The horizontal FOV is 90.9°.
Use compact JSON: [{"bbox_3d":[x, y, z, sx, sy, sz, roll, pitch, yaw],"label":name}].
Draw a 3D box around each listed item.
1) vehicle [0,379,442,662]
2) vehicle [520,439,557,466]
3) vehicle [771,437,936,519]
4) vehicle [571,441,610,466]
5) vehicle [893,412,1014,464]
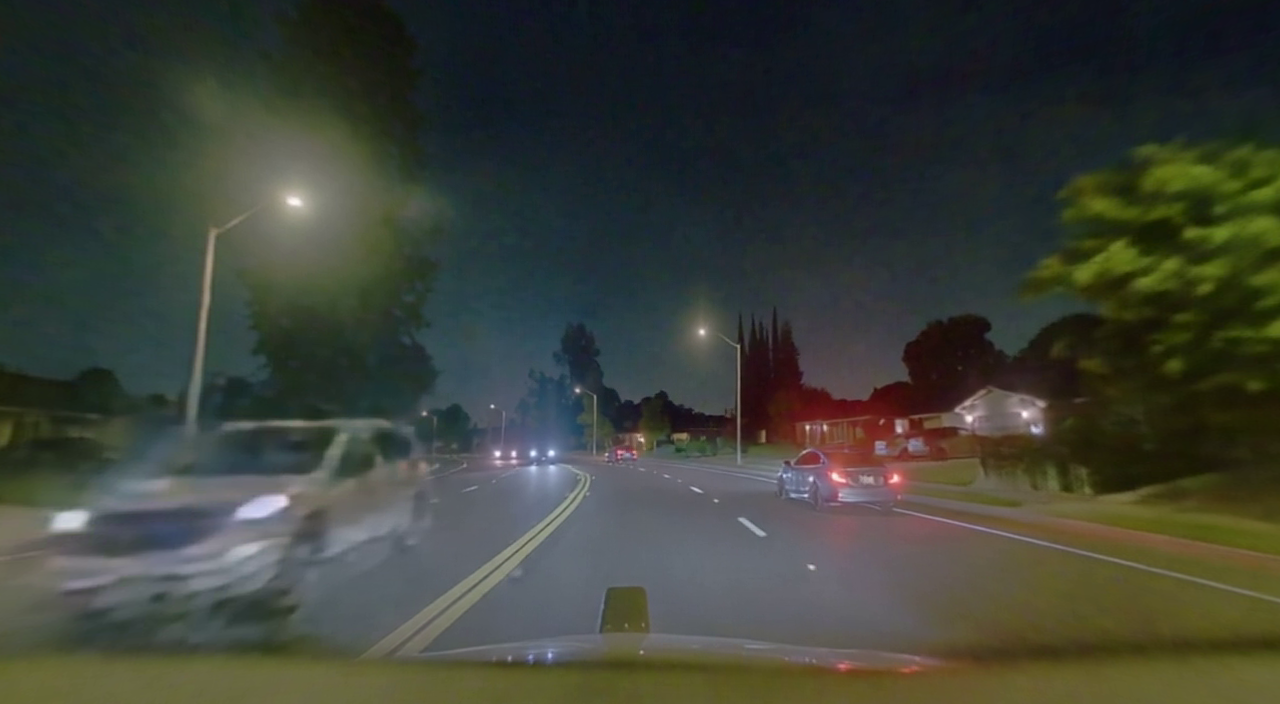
[{"bbox_3d":[-3.618,1.334,6.035,2.081,1.721,4.228,0,-8,0],"label":"vehicle"},{"bbox_3d":[-7.432,7.281,45.737,2.316,1.845,4.805,2,-9,-13],"label":"vehicle"},{"bbox_3d":[4.412,2.646,13.836,1.934,1.506,4.282,0,-8,-3],"label":"vehicle"},{"bbox_3d":[-3.623,7.216,45.129,2.106,1.667,4.367,2,-9,-14],"label":"vehicle"},{"bbox_3d":[14.982,4.069,30.264,4.455,1.795,2.331,-7,-5,-8],"label":"vehicle"}]
